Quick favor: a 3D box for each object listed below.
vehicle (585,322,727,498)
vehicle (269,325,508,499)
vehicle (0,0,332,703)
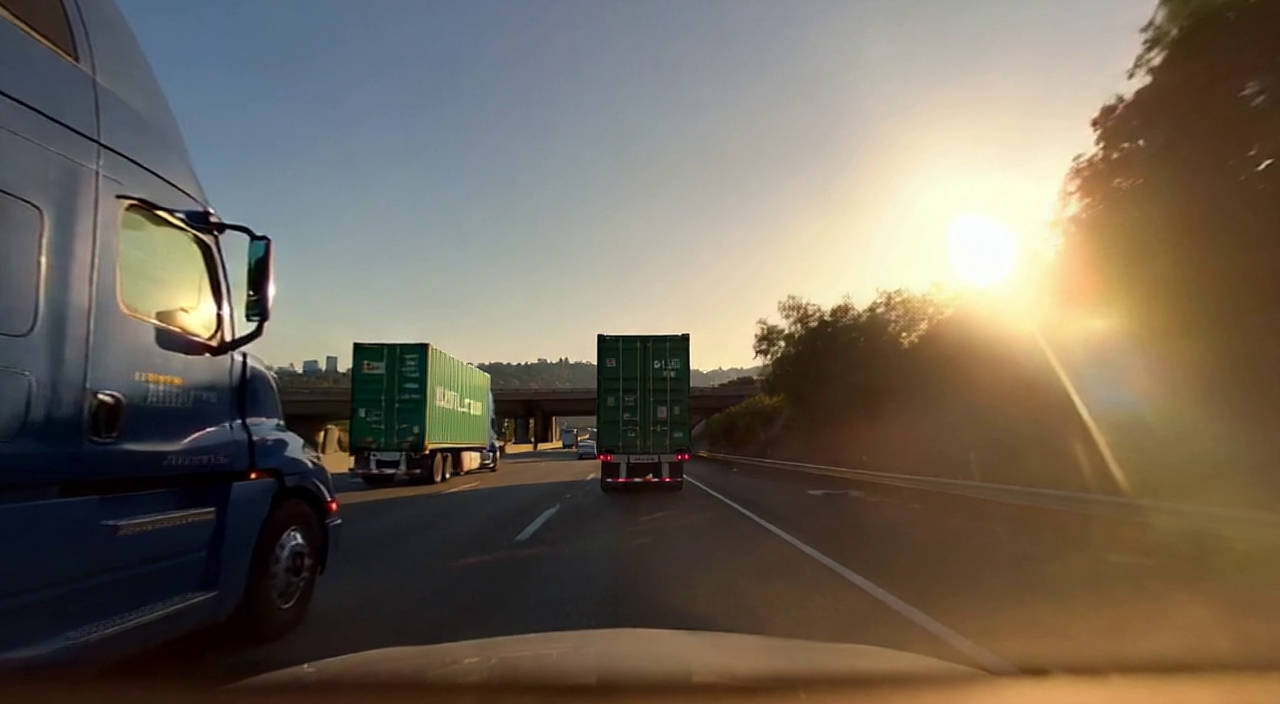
[{"bbox_3d":[0.285,1.910,18.961,3.357,4.212,7.519,0,-9,-1],"label":"vehicle"},{"bbox_3d":[-7.183,2.268,20.979,3.023,4.139,11.860,0,-9,0],"label":"vehicle"},{"bbox_3d":[-3.497,-0.451,0.129,3.187,3.949,6.963,-1,-9,1],"label":"vehicle"}]
